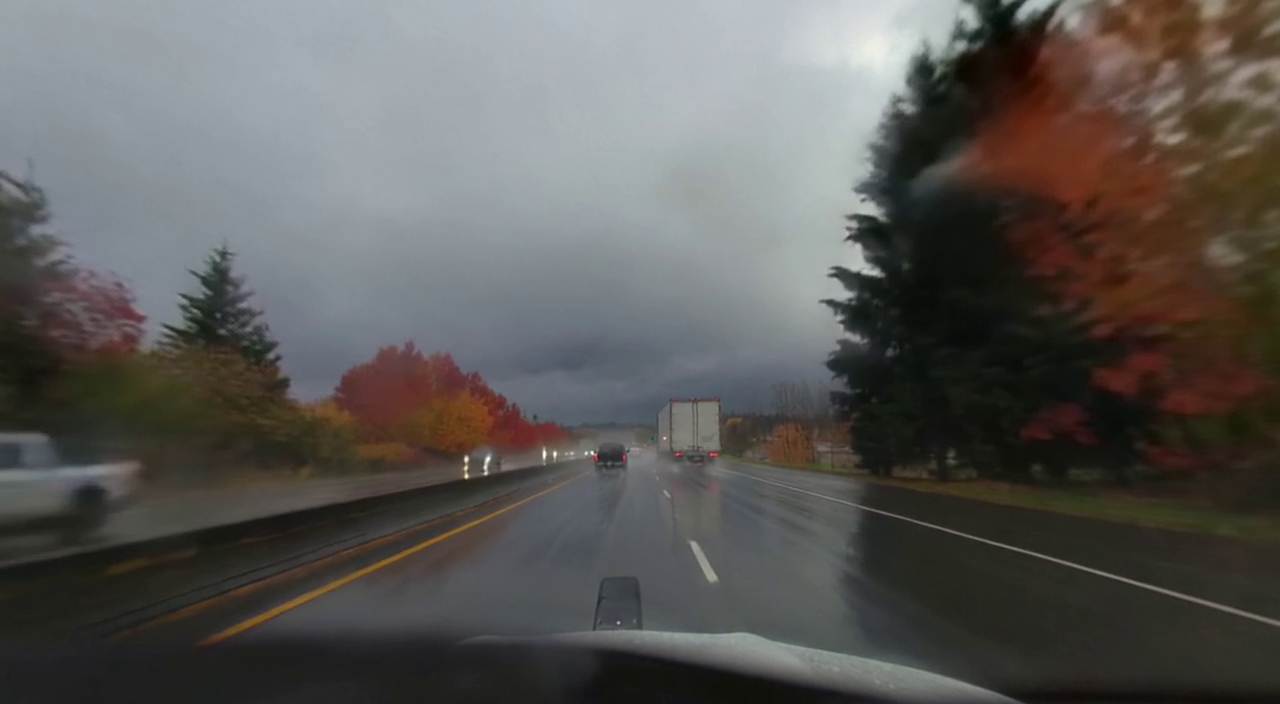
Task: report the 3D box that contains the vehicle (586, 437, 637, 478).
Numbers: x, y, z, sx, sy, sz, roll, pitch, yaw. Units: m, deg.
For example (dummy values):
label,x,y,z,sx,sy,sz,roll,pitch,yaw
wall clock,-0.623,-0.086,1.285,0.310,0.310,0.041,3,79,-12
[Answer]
label,x,y,z,sx,sy,sz,roll,pitch,yaw
vehicle,-1.213,4.791,28.645,2.151,1.693,4.201,0,-9,0

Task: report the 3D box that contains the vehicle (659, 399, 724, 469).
label,x,y,z,sx,sy,sz,roll,pitch,yaw
vehicle,3.197,5.758,43.048,3.068,4.042,13.787,0,-9,-1

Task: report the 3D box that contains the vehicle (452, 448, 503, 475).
label,x,y,z,sx,sy,sz,roll,pitch,yaw
vehicle,-9.733,6.572,37.951,1.890,1.505,4.484,0,-9,0
